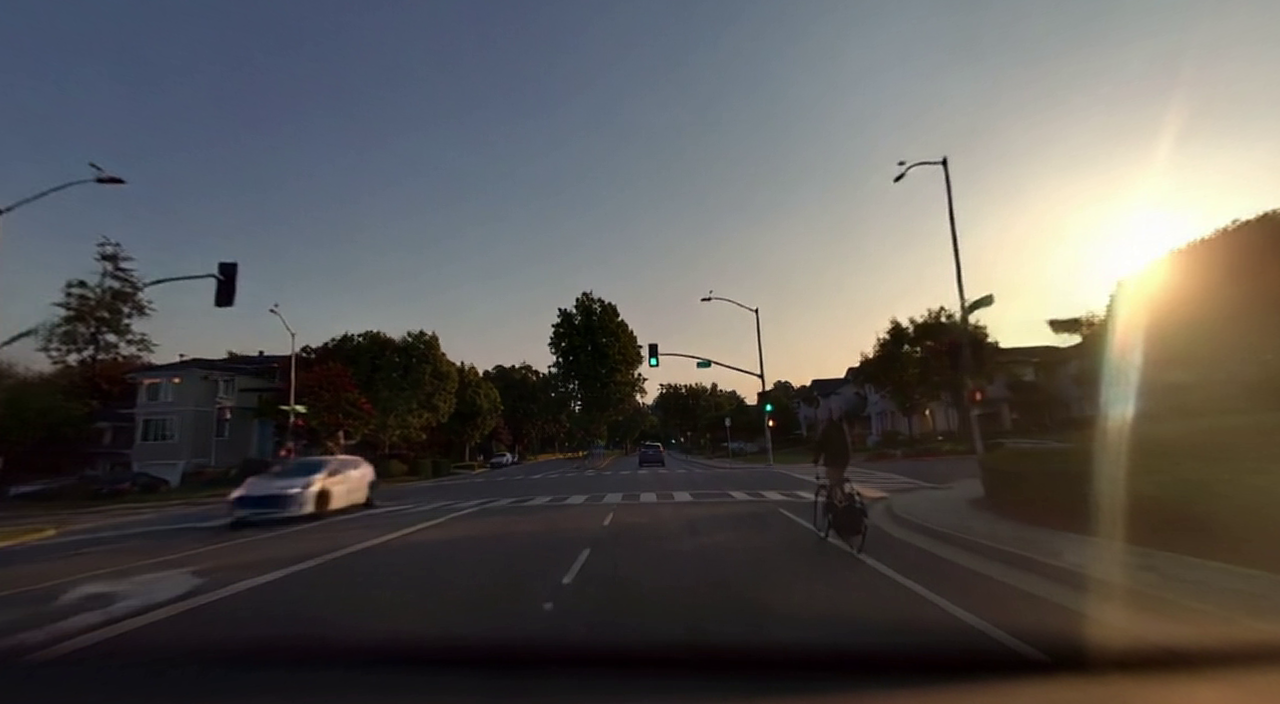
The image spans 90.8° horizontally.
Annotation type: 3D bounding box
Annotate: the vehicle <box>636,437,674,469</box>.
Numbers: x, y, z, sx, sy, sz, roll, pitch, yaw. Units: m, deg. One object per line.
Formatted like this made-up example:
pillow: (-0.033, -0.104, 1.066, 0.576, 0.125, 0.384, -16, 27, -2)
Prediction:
vehicle: (0.967, 6.186, 38.775, 2.215, 1.799, 4.426, -1, -8, 2)

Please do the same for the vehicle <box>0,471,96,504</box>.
vehicle: (-38.384, 8.686, 40.807, 1.881, 1.743, 4.662, -1, -8, 8)

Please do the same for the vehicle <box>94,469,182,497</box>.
vehicle: (-31.740, 8.292, 40.106, 1.816, 1.475, 4.497, 0, -8, 1)

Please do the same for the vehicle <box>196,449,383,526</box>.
vehicle: (-8.448, 3.261, 15.813, 2.036, 1.593, 4.367, -1, -8, 2)
